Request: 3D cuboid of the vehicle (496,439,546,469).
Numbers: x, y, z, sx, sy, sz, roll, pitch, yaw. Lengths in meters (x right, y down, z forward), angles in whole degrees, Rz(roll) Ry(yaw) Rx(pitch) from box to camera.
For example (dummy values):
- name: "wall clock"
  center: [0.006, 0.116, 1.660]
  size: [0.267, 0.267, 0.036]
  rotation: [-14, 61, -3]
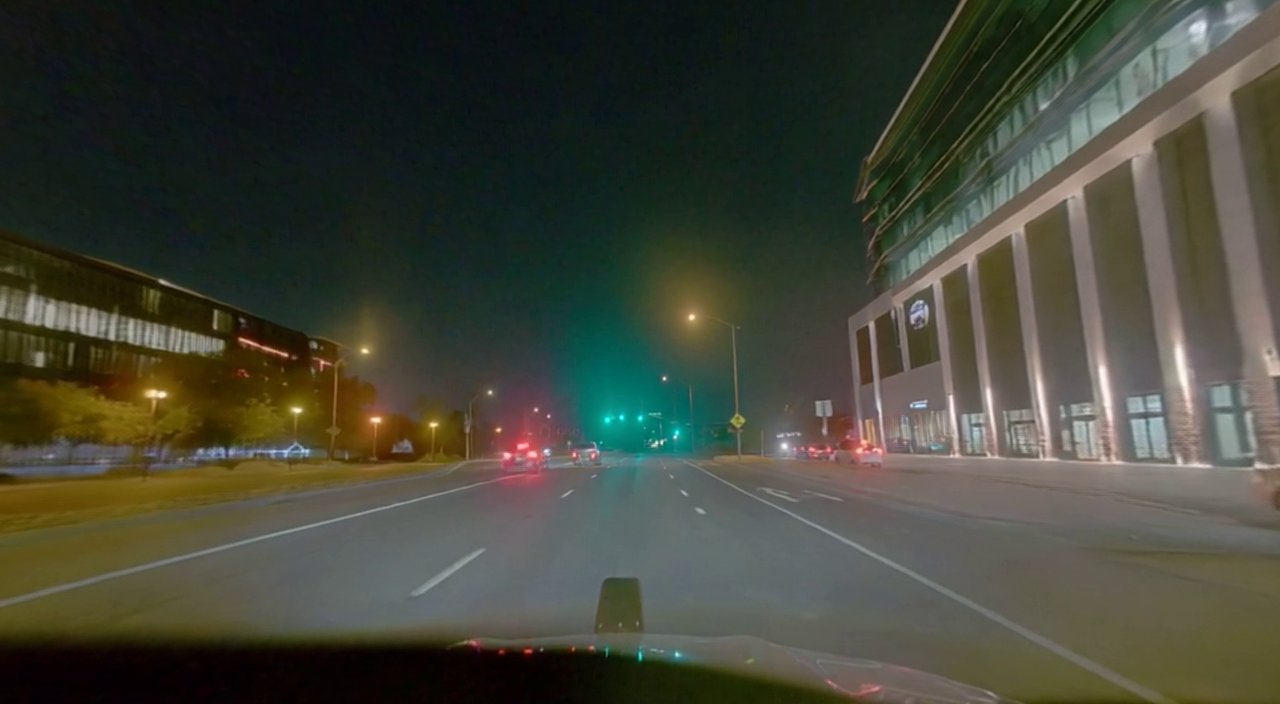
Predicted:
- name: "vehicle"
  center: [-6.696, 5.793, 36.027]
  size: [1.909, 1.605, 4.561]
  rotation: [0, -8, 1]

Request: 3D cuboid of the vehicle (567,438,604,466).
- name: "vehicle"
  center: [-3.528, 6.592, 41.814]
  size: [2.052, 1.729, 4.195]
  rotation: [0, -8, 1]
